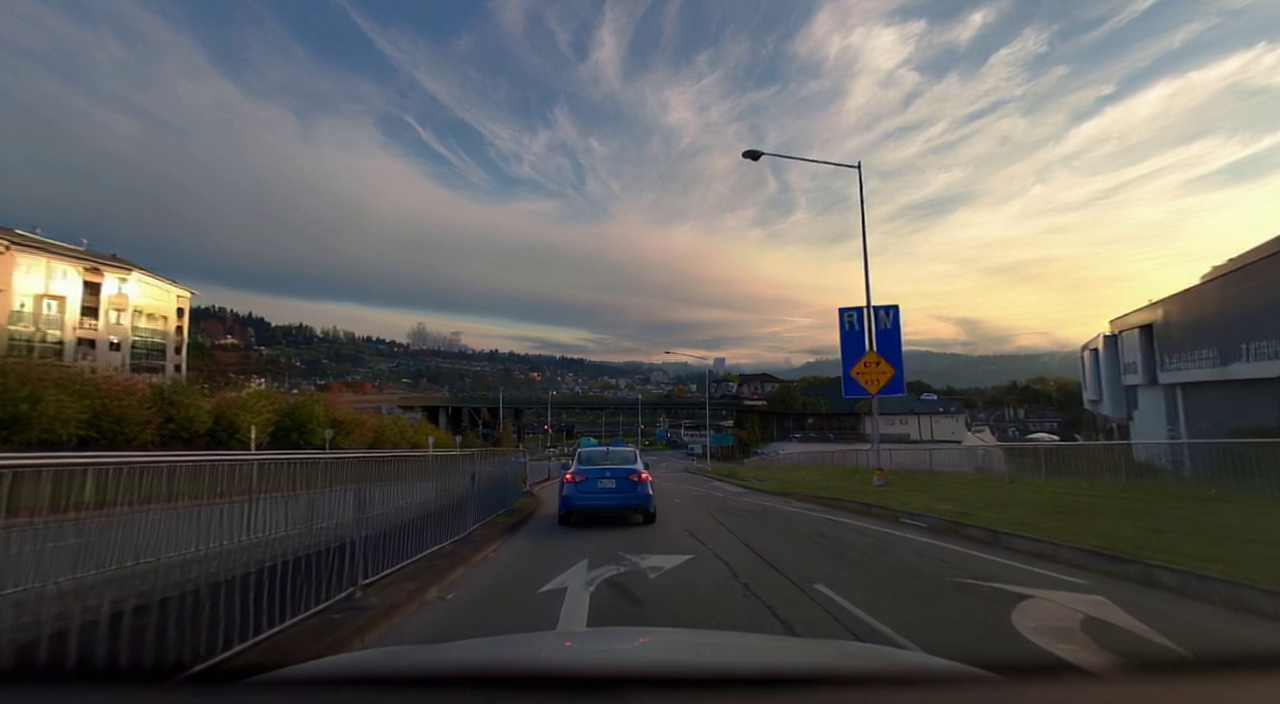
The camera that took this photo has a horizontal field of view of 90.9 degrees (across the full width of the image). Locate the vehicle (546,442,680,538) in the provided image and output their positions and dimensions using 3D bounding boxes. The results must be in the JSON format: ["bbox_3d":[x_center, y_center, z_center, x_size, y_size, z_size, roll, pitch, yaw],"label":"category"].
[{"bbox_3d":[-0.529,2.425,11.704,2.063,1.442,3.933,0,-9,-3],"label":"vehicle"}]
